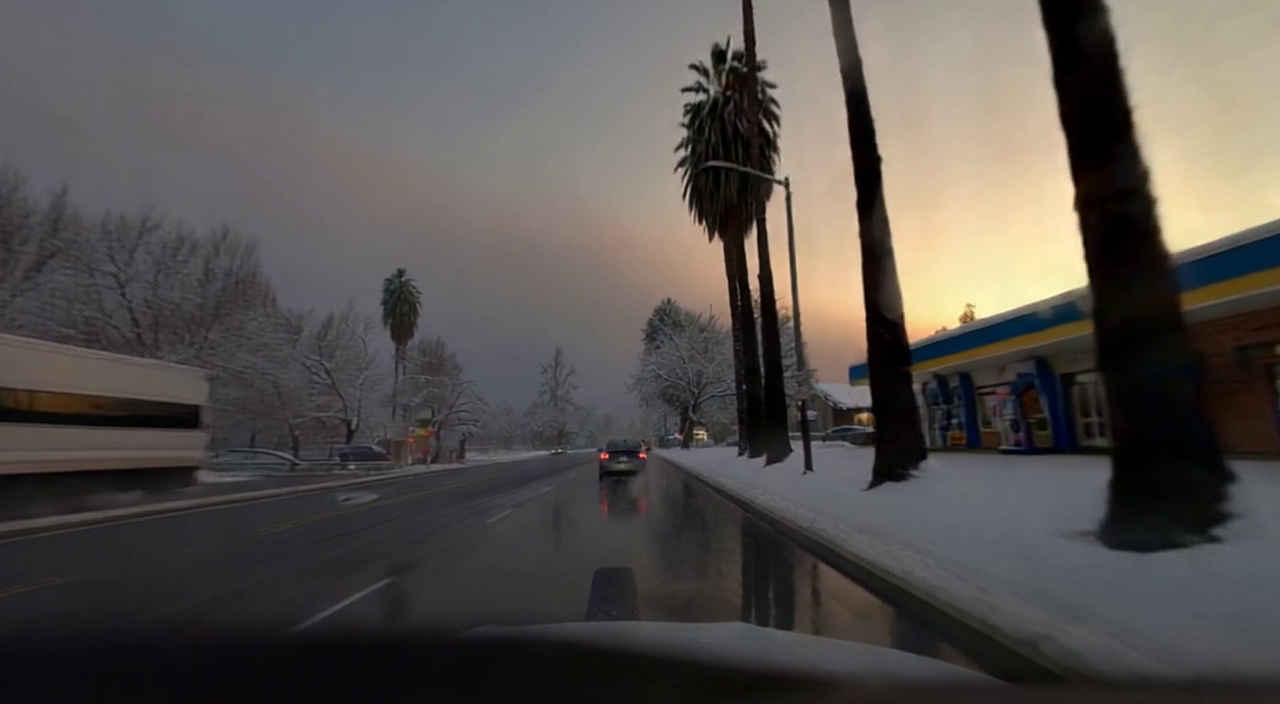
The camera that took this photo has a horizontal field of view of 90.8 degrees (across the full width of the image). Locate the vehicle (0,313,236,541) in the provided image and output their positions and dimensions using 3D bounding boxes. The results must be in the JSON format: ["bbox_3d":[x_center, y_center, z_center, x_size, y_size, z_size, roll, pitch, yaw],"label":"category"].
[{"bbox_3d":[-11.537,1.071,9.196,3.022,3.532,12.586,0,-9,0],"label":"vehicle"}]

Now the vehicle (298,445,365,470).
[{"bbox_3d":[-23.110,7.909,47.313,4.573,1.725,2.054,-5,-8,23],"label":"vehicle"}]

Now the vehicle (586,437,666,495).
[{"bbox_3d":[-0.378,3.286,18.535,2.076,1.486,4.119,0,-8,-1],"label":"vehicle"}]
